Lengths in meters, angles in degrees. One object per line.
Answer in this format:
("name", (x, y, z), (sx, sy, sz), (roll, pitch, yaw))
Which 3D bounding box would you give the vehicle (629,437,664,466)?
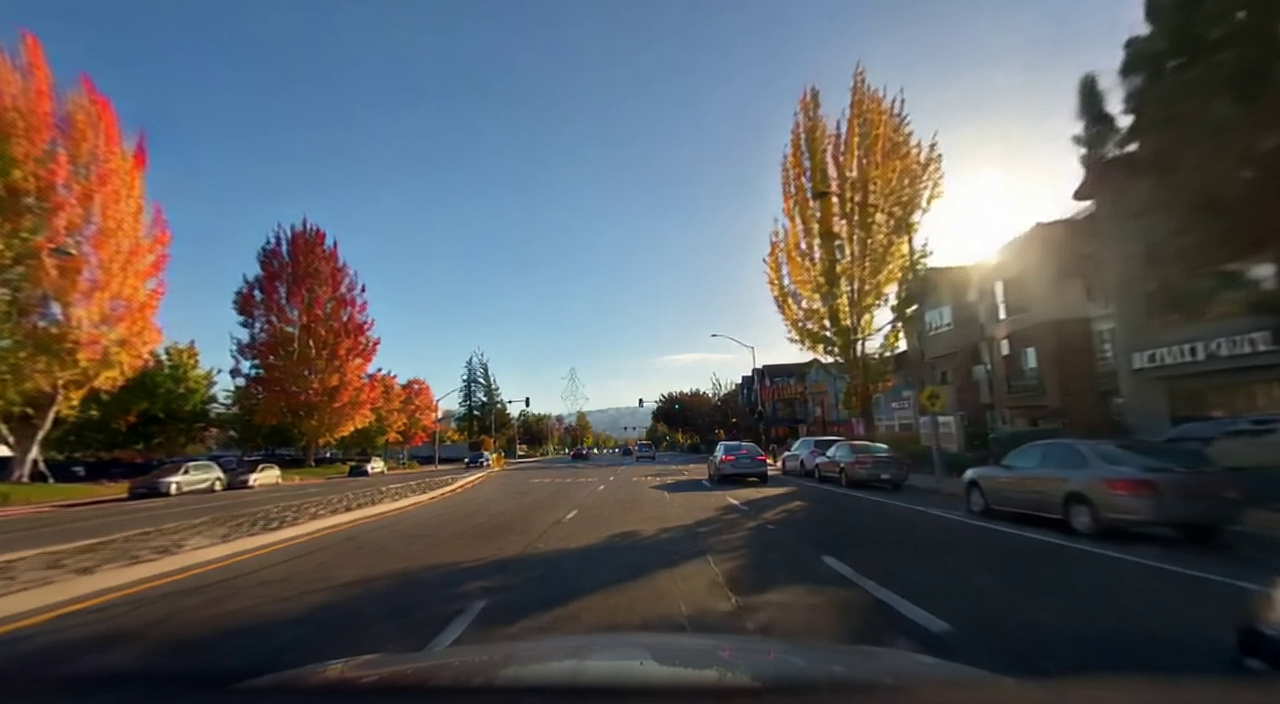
("vehicle", (0.444, 6.717, 42.628), (2.239, 1.856, 4.815), (0, -8, 0))

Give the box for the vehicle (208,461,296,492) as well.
("vehicle", (-21.929, 7.025, 35.826), (1.930, 1.542, 4.817), (0, -8, 0))

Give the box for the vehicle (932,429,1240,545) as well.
("vehicle", (6.994, 2.137, 10.661), (2.028, 1.532, 4.379), (0, -8, 1))

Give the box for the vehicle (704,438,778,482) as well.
("vehicle", (3.868, 4.213, 24.909), (2.178, 1.546, 4.311), (0, -8, 0))

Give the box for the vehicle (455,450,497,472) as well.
("vehicle", (-12.177, 8.093, 47.017), (1.988, 1.508, 4.650), (0, -8, -1))

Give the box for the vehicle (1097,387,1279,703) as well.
("vehicle", (3.299, 0.666, 0.830), (1.977, 1.498, 4.521), (0, -8, 0))

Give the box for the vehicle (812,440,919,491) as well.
("vehicle", (7.326, 3.716, 20.993), (1.928, 1.480, 4.464), (0, -8, 1))

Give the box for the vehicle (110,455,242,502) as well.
("vehicle", (-21.895, 5.929, 30.083), (2.142, 1.900, 5.489), (0, -8, 0))
